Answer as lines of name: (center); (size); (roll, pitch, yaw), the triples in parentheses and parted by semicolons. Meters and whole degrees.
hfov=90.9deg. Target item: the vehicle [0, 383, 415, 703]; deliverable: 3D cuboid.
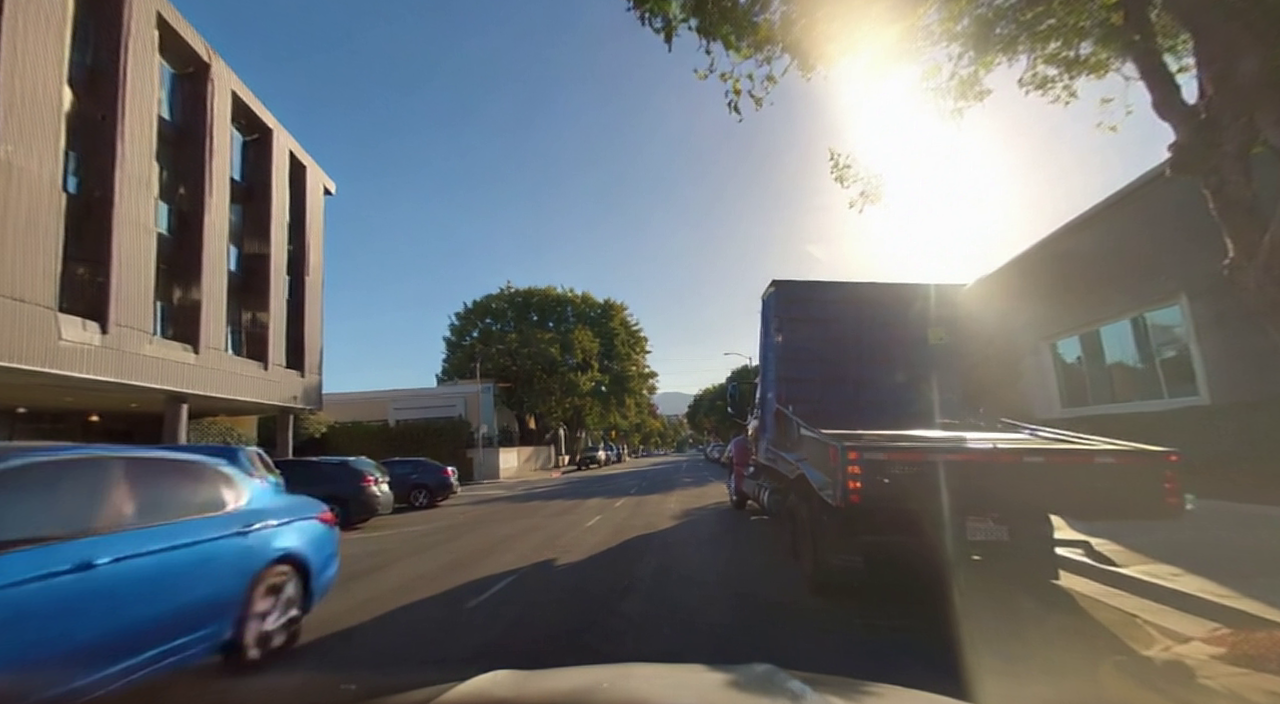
vehicle: (-3.291, 1.077, 3.212); (2.311, 1.631, 4.510); (-1, -8, 5)

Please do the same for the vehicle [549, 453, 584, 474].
vehicle: (-5.649, 8.639, 49.086); (1.798, 1.459, 4.306); (-1, -8, 6)

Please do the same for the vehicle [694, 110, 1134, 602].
vehicle: (2.821, 0.768, 10.987); (3.320, 4.034, 11.553); (-1, -8, 7)
